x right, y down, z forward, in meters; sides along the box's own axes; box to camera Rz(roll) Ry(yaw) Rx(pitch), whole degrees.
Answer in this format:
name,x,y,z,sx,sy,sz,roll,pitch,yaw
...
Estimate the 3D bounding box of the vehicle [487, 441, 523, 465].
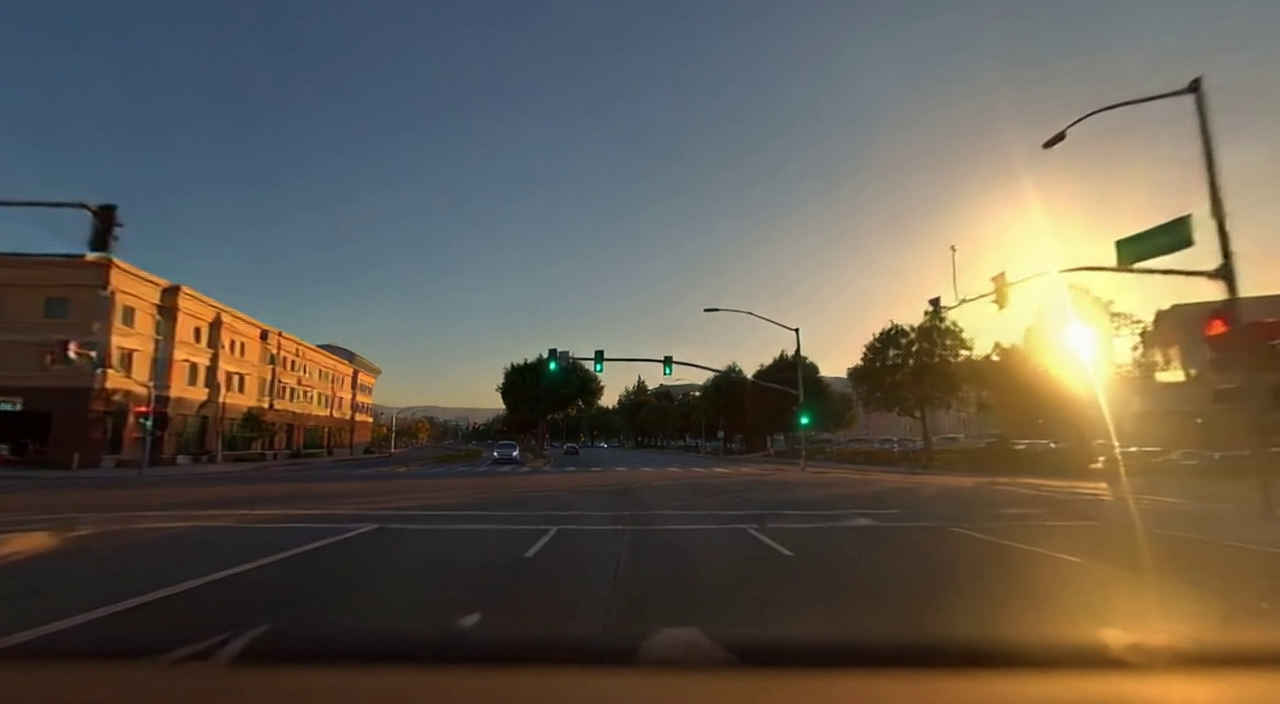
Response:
name,x,y,z,sx,sy,sz,roll,pitch,yaw
vehicle,-10.487,7.901,49.466,2.175,1.795,4.640,0,-8,-5
